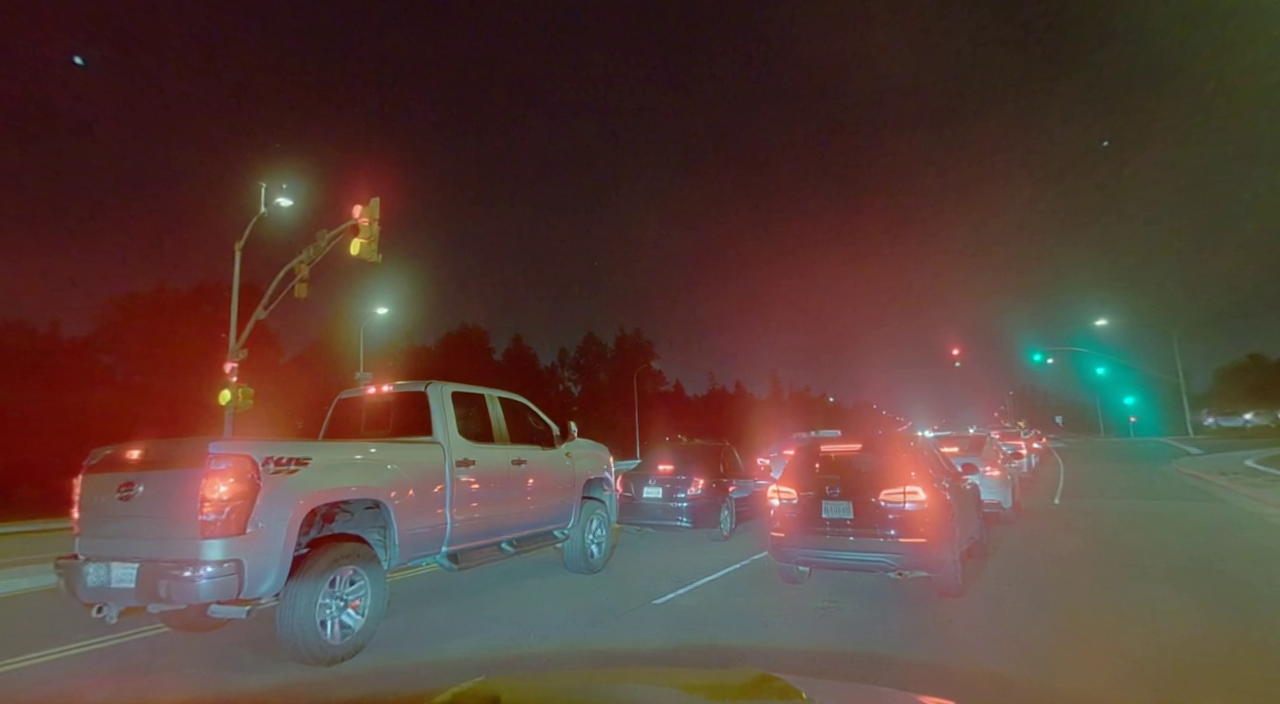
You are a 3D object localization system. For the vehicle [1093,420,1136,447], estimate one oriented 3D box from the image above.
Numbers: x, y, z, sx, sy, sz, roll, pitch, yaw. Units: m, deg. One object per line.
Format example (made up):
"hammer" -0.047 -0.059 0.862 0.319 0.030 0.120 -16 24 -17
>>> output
"vehicle" 32.803 5.679 43.720 2.160 1.790 4.303 -6 -10 35

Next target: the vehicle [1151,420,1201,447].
"vehicle" 35.765 5.482 42.195 2.183 1.714 4.491 -7 -11 37

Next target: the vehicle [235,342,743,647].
"vehicle" -0.873 1.401 7.470 2.272 2.016 6.146 -4 -10 27

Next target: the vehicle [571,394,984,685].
"vehicle" 1.720 1.378 5.990 2.027 1.549 4.801 -6 -10 35

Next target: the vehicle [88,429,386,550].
"vehicle" -8.260 2.744 13.499 2.174 2.057 4.738 -6 -10 33
